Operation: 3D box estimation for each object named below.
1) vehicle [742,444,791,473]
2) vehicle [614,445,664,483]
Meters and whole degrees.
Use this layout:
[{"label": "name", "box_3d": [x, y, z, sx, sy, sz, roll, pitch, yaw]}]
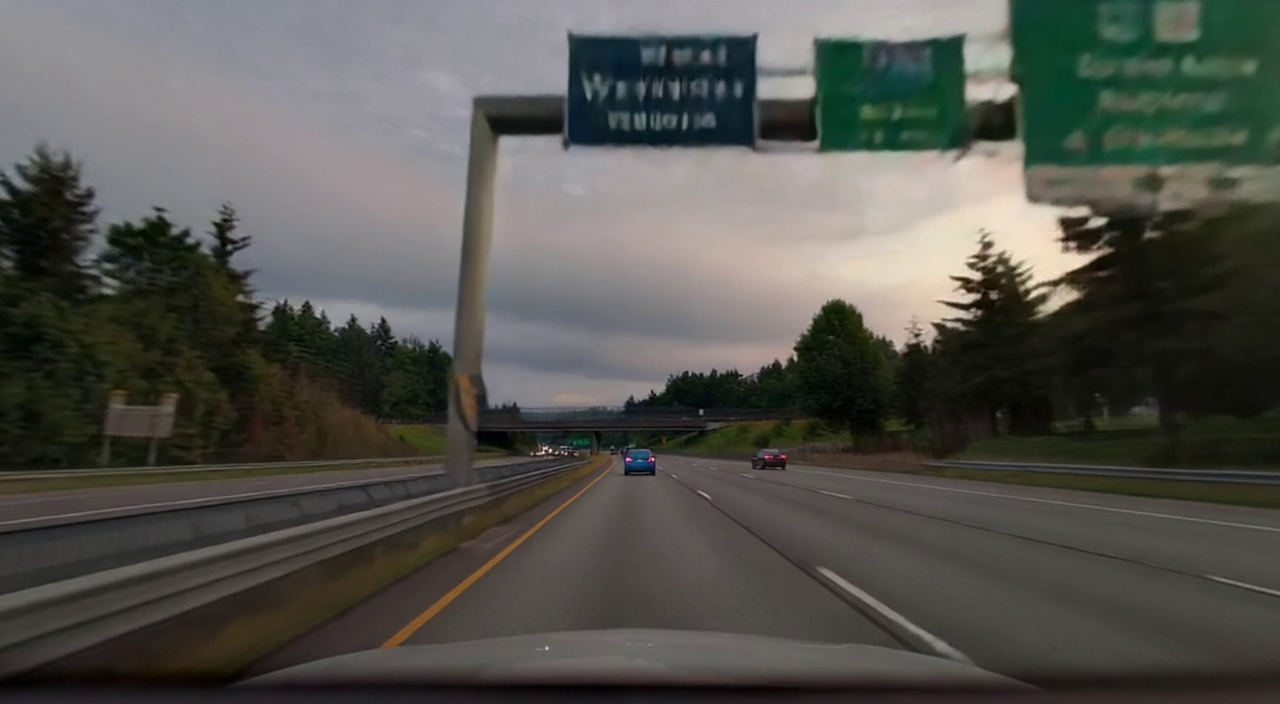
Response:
[{"label": "vehicle", "box_3d": [7.486, 6.348, 37.679, 2.006, 1.639, 4.087, 0, -9, -1]}, {"label": "vehicle", "box_3d": [-0.084, 4.932, 28.022, 2.069, 1.523, 4.012, 0, -9, -1]}]
